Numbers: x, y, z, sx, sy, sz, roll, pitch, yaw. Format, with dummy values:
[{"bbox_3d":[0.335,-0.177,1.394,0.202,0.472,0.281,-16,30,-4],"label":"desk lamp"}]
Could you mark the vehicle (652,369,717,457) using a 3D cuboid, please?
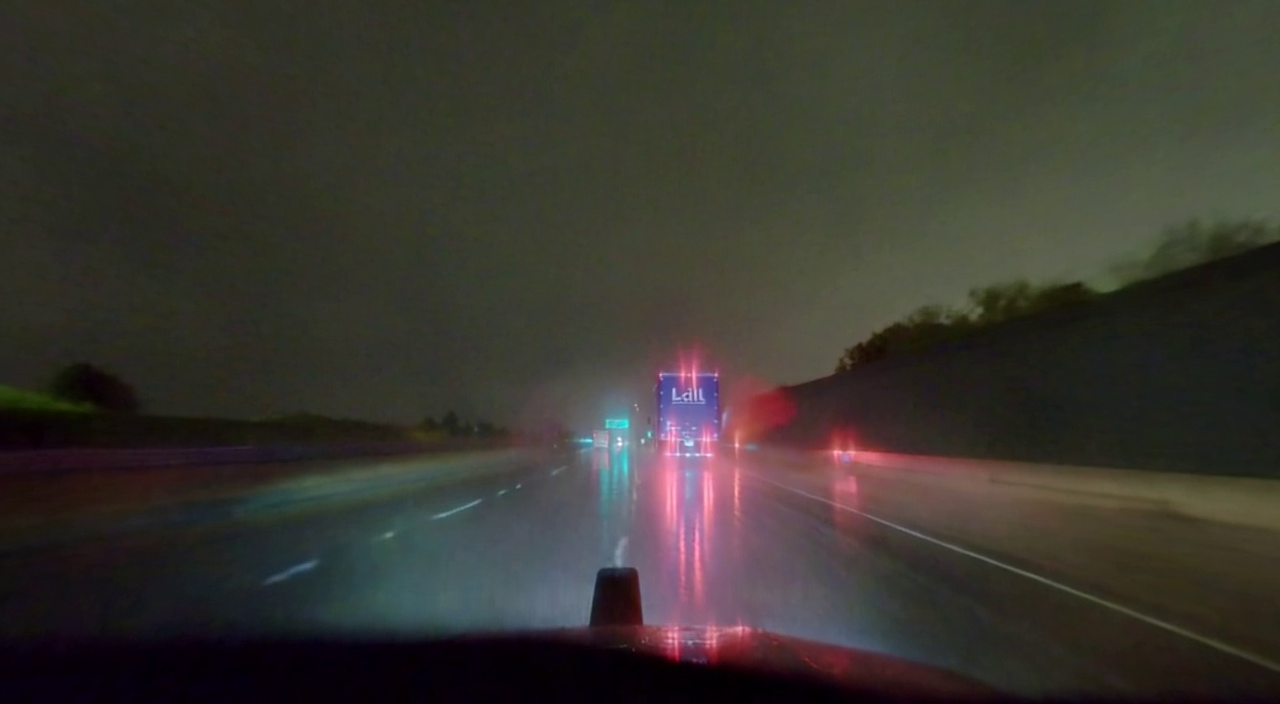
[{"bbox_3d":[2.254,3.905,37.546,3.034,4.194,14.704,0,-8,1],"label":"vehicle"}]
